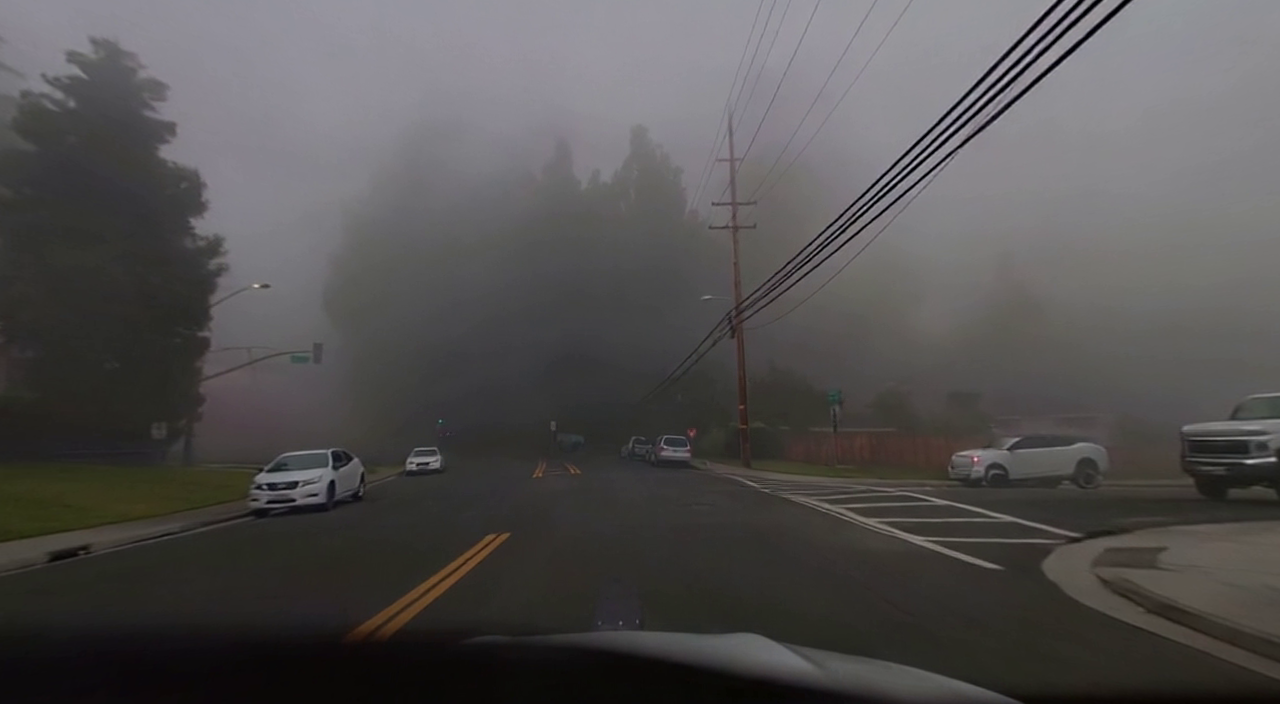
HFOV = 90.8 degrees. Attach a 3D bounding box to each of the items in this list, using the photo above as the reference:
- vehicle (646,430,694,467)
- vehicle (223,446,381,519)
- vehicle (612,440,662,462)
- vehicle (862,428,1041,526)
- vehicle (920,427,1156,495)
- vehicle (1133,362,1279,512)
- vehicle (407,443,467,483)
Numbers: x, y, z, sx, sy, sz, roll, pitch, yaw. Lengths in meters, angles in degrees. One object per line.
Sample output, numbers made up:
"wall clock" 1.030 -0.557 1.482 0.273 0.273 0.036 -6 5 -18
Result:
"vehicle" 1.669 5.734 37.678 2.173 1.992 5.891 1 -9 -4
"vehicle" -7.878 3.021 15.259 1.997 1.456 4.319 1 -9 -9
"vehicle" -0.285 7.118 45.432 1.856 1.512 4.292 4 -10 -26
"vehicle" 6.445 2.437 12.874 1.944 1.636 4.140 -8 -12 44
"vehicle" 12.342 3.426 20.001 5.757 1.978 2.362 0 -9 3
"vehicle" 18.893 2.170 16.218 10.500 3.344 2.906 1 -9 -7
"vehicle" -8.378 4.472 25.798 2.033 1.477 4.626 3 -9 -21
